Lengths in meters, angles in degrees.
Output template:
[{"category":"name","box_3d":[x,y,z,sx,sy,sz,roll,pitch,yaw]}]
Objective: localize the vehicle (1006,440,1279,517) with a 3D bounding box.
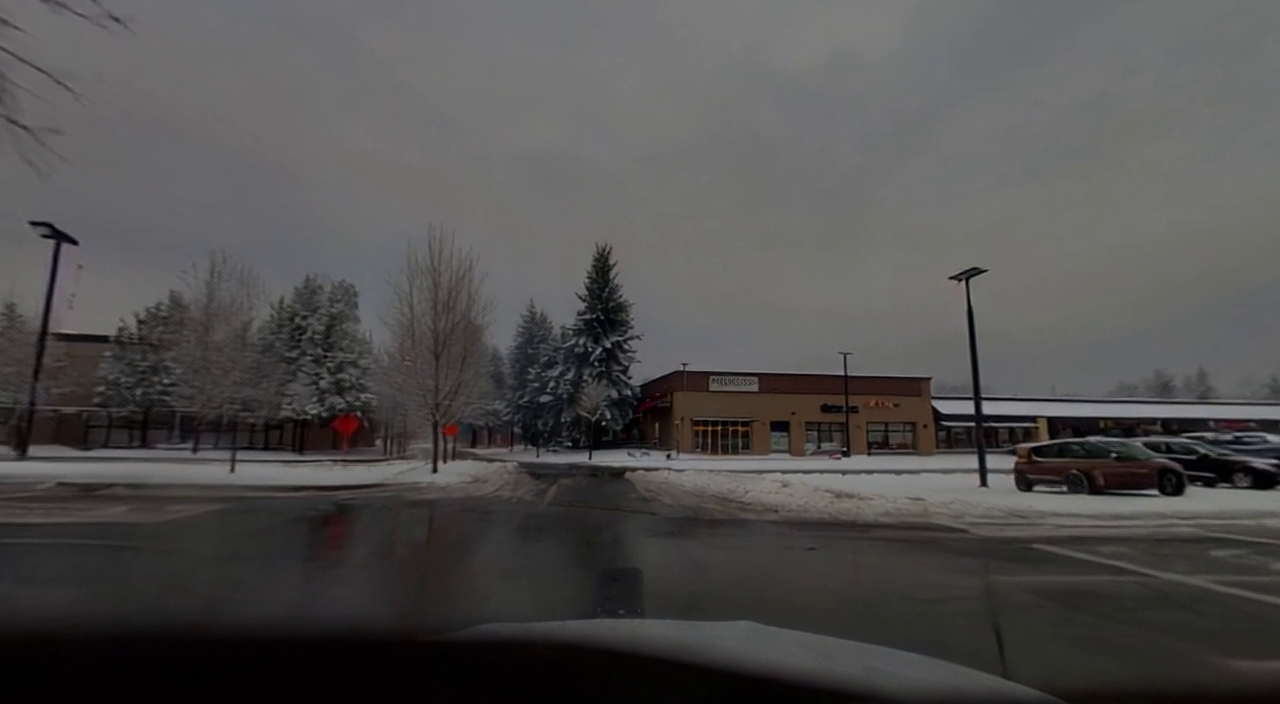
[{"category":"vehicle","box_3d":[11.557,2.882,15.112,2.140,1.507,4.856,1,-8,-9]}]
